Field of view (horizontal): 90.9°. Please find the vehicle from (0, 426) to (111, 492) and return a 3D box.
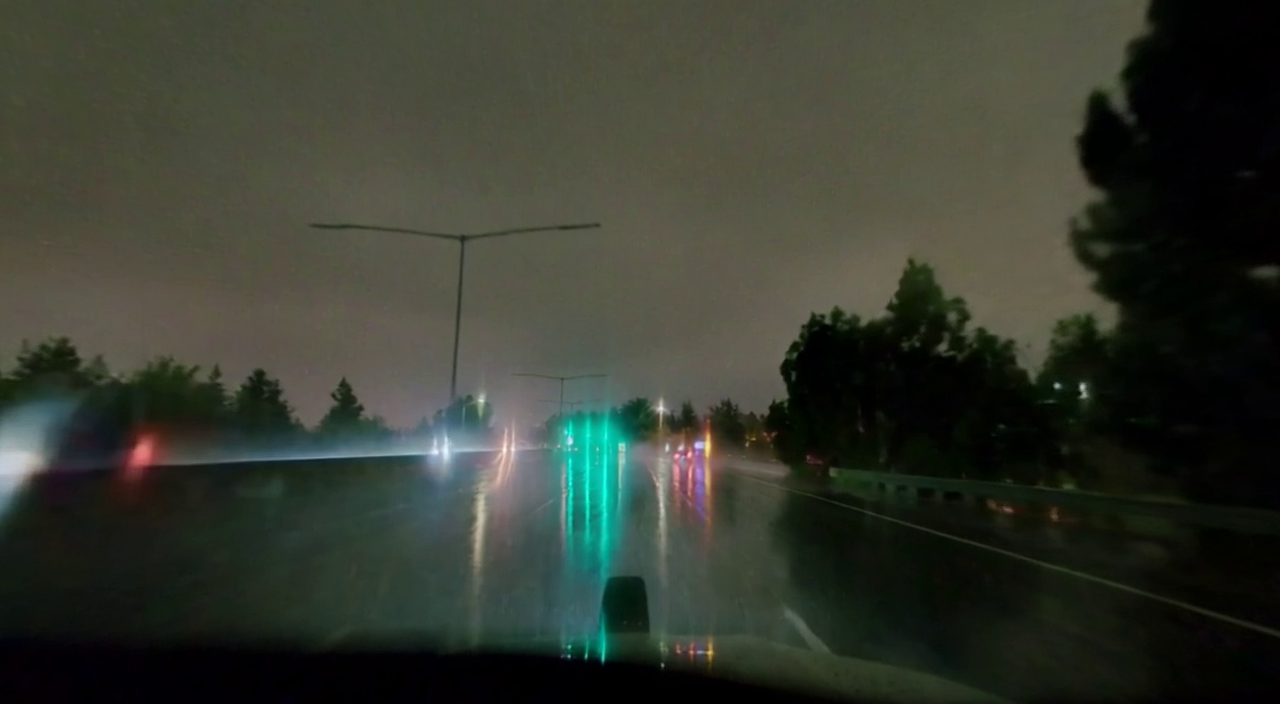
[{"bbox_3d":[-16.396,2.715,16.251,2.215,1.569,3.866,1,-8,-2],"label":"vehicle"}]
